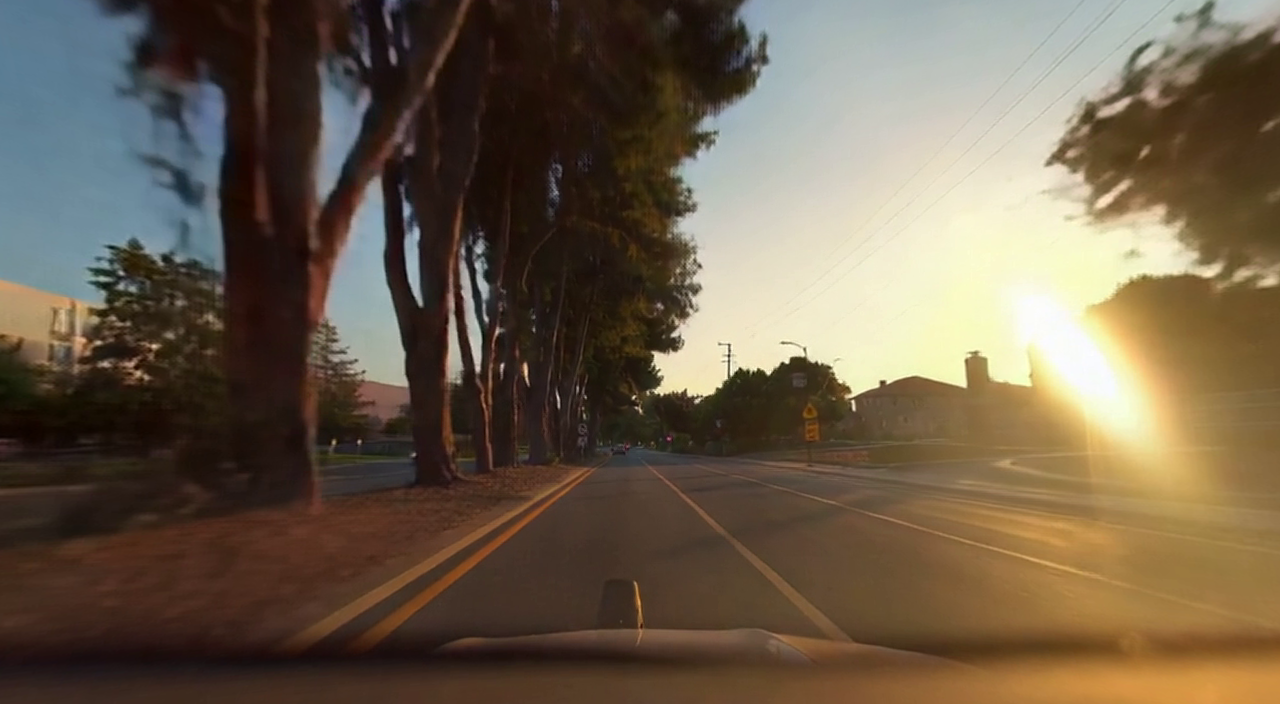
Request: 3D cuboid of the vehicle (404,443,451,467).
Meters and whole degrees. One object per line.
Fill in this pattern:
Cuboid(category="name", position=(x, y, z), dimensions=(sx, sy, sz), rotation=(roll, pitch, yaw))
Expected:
Cuboid(category="vehicle", position=(-16.380, 7.980, 48.968), dimensions=(2.022, 1.738, 4.668), rotation=(0, -9, 0))
